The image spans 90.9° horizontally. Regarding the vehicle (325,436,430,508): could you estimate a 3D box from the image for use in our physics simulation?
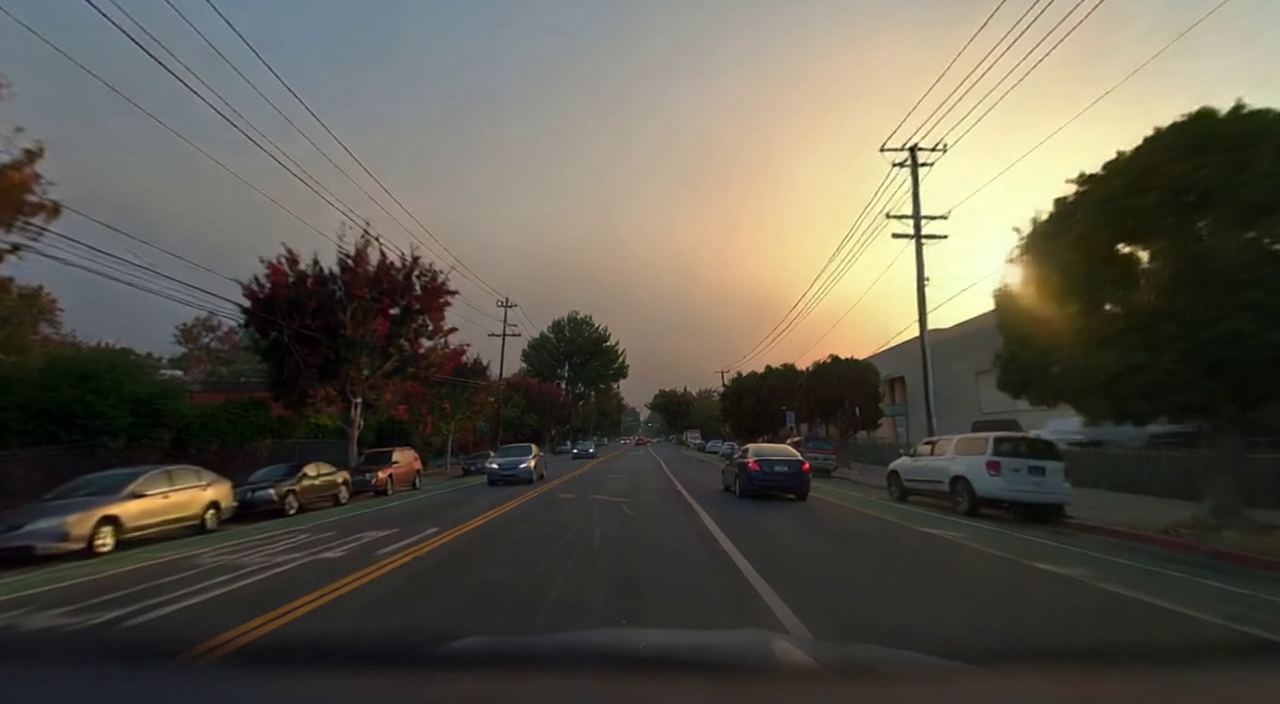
[{"bbox_3d":[-9.432,4.268,23.081,1.981,1.975,4.534,-3,-4,-1],"label":"vehicle"}]

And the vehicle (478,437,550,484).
[{"bbox_3d":[-5.084,4.432,26.094,2.050,1.729,4.269,0,-8,1],"label":"vehicle"}]

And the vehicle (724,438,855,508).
[{"bbox_3d":[3.553,2.974,16.010,2.059,1.489,4.629,0,-8,-1],"label":"vehicle"}]

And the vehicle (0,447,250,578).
[{"bbox_3d":[-9.429,2.694,11.364,1.961,1.683,4.483,-3,-7,1],"label":"vehicle"}]

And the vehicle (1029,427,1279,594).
[{"bbox_3d":[7.660,1.966,8.617,1.811,1.749,4.308,0,-8,-2],"label":"vehicle"}]

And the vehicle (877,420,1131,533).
[{"bbox_3d":[7.735,2.698,14.460,2.380,2.030,5.861,0,-8,1],"label":"vehicle"}]

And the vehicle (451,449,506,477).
[{"bbox_3d":[-9.337,6.434,36.825,1.944,1.524,4.404,-1,-8,1],"label":"vehicle"}]

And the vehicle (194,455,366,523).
[{"bbox_3d":[-9.357,3.551,16.908,1.949,1.502,4.264,-1,-8,3],"label":"vehicle"}]
